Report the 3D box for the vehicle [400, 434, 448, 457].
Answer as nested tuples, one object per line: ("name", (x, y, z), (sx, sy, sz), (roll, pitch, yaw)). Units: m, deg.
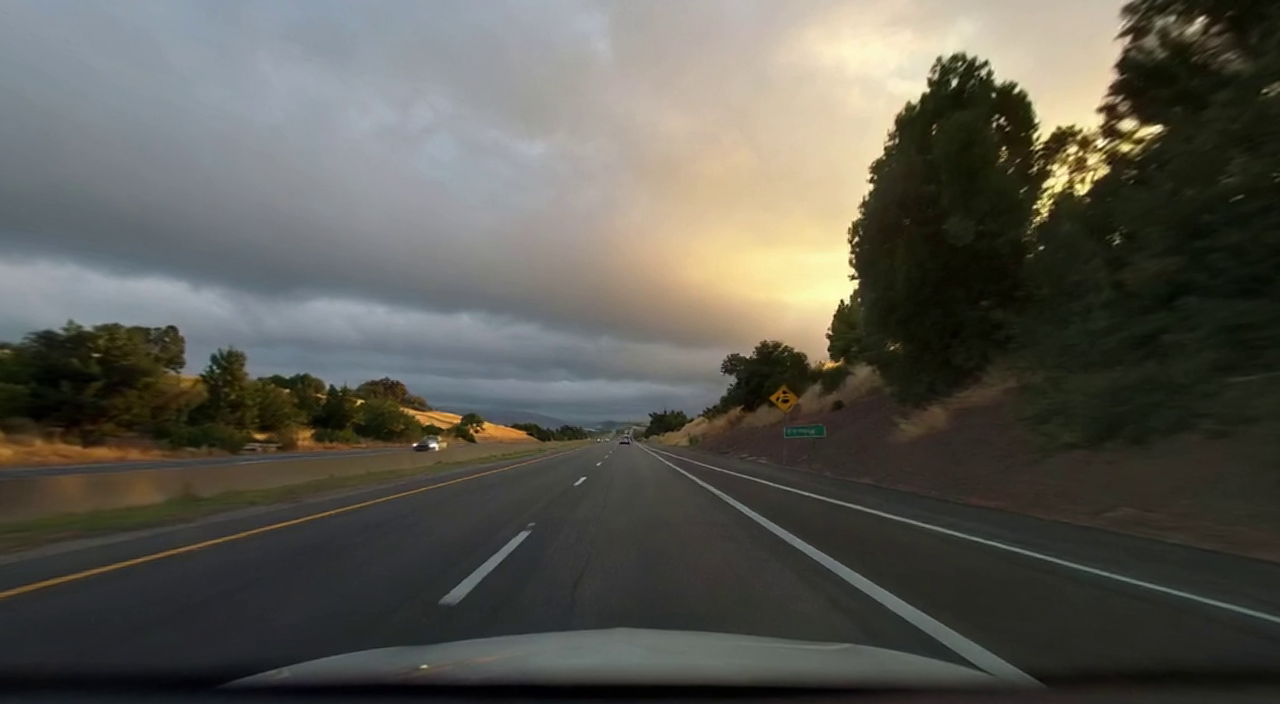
("vehicle", (-15.214, 6.604, 44.464), (2.111, 1.488, 3.866), (0, -8, -2))
